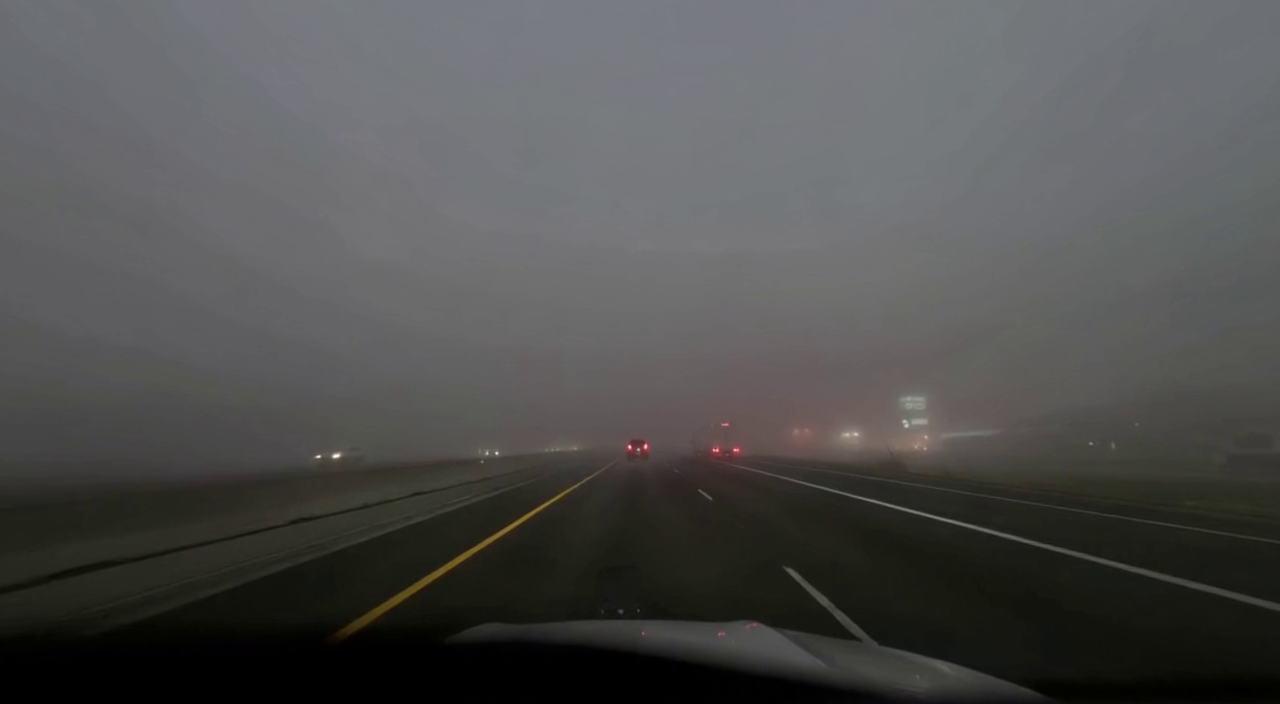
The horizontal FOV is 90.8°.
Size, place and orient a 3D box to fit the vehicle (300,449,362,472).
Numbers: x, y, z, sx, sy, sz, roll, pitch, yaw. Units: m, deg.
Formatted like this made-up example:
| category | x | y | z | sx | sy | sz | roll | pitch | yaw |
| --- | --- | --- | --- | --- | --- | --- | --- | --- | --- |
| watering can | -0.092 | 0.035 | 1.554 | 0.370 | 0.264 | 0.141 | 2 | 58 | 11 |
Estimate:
| category | x | y | z | sx | sy | sz | roll | pitch | yaw |
| --- | --- | --- | --- | --- | --- | --- | --- | --- | --- |
| vehicle | -21.666 | 7.576 | 44.447 | 1.911 | 1.464 | 4.716 | 0 | -8 | 1 |
